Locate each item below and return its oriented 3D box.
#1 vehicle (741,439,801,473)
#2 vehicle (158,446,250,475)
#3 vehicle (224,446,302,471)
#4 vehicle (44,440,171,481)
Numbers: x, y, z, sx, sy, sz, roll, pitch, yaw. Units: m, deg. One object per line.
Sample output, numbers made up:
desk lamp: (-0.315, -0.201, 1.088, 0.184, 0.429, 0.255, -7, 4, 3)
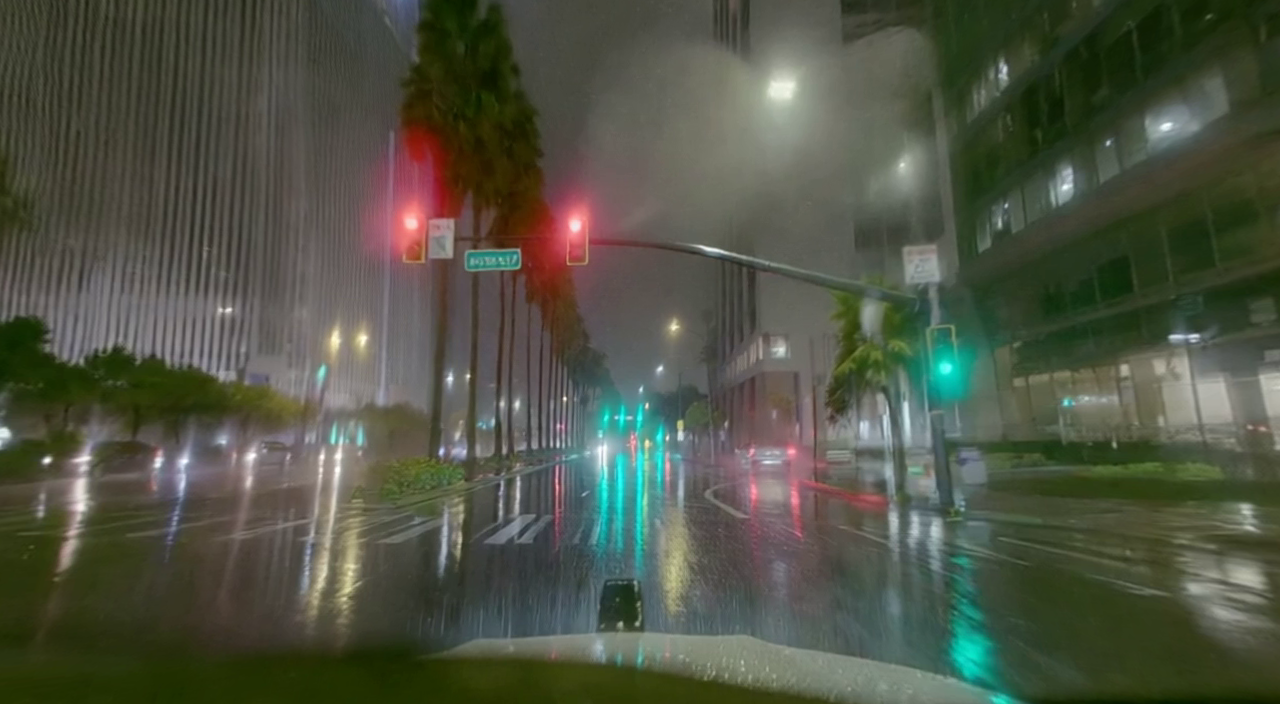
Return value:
vehicle: (7.109, 5.684, 34.763, 2.225, 1.727, 4.418, 0, -9, -2)
vehicle: (-24.223, 6.013, 35.330, 1.792, 1.461, 4.569, 0, -8, 1)
vehicle: (-24.304, 6.838, 41.015, 1.905, 1.496, 4.960, -1, -9, 2)
vehicle: (-24.338, 4.953, 29.139, 1.891, 1.737, 4.597, 0, -8, -2)
